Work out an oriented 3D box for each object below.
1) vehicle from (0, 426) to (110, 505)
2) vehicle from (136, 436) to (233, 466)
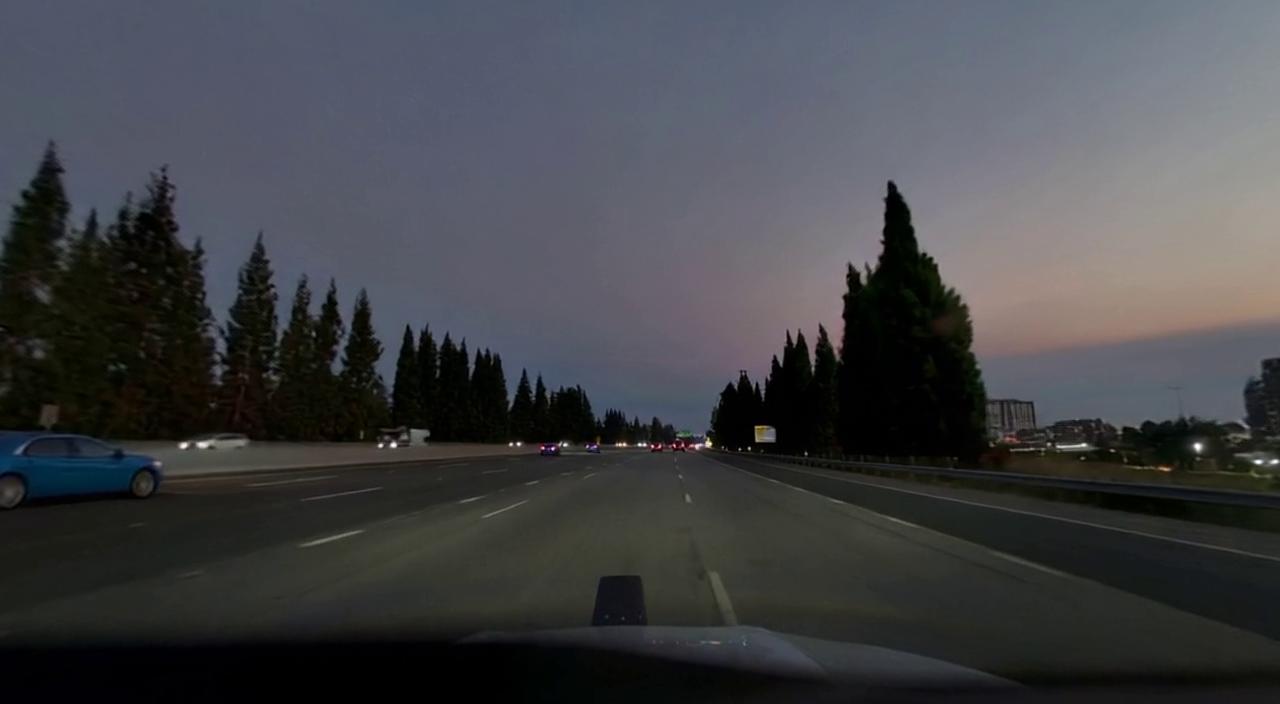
[{"bbox_3d":[-13.855,2.345,13.043,1.902,1.567,4.247,-1,-8,4],"label":"vehicle"},{"bbox_3d":[-27.666,6.029,38.570,2.012,1.687,4.997,-1,-8,3],"label":"vehicle"}]
